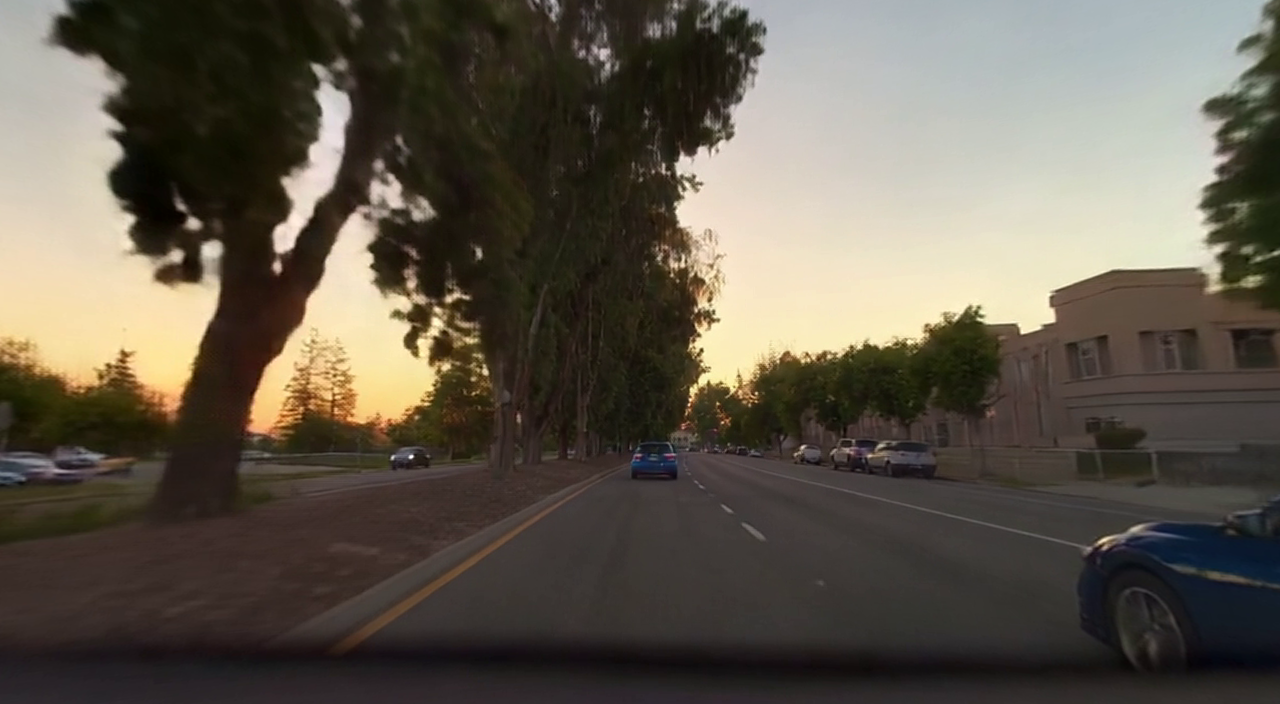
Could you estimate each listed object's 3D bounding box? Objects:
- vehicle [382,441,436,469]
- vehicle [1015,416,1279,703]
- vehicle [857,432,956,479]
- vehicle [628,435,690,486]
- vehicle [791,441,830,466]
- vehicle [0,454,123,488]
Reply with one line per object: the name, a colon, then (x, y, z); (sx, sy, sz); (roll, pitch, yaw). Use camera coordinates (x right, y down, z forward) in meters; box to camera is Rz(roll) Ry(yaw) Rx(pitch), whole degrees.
vehicle: (-15.618, 6.995, 42.940); (2.290, 1.758, 4.900); (1, -9, -6)
vehicle: (3.638, 0.925, 2.265); (1.918, 1.418, 4.360); (0, -9, 0)
vehicle: (11.623, 4.553, 28.049); (2.139, 1.849, 5.246); (0, -9, 1)
vehicle: (0.686, 3.945, 23.304); (2.085, 1.693, 4.301); (0, -9, 1)
vehicle: (13.016, 7.757, 48.461); (2.039, 1.826, 4.704); (-1, -9, 5)
vehicle: (-26.970, 5.437, 29.114); (4.346, 1.434, 1.969); (2, -9, -13)
